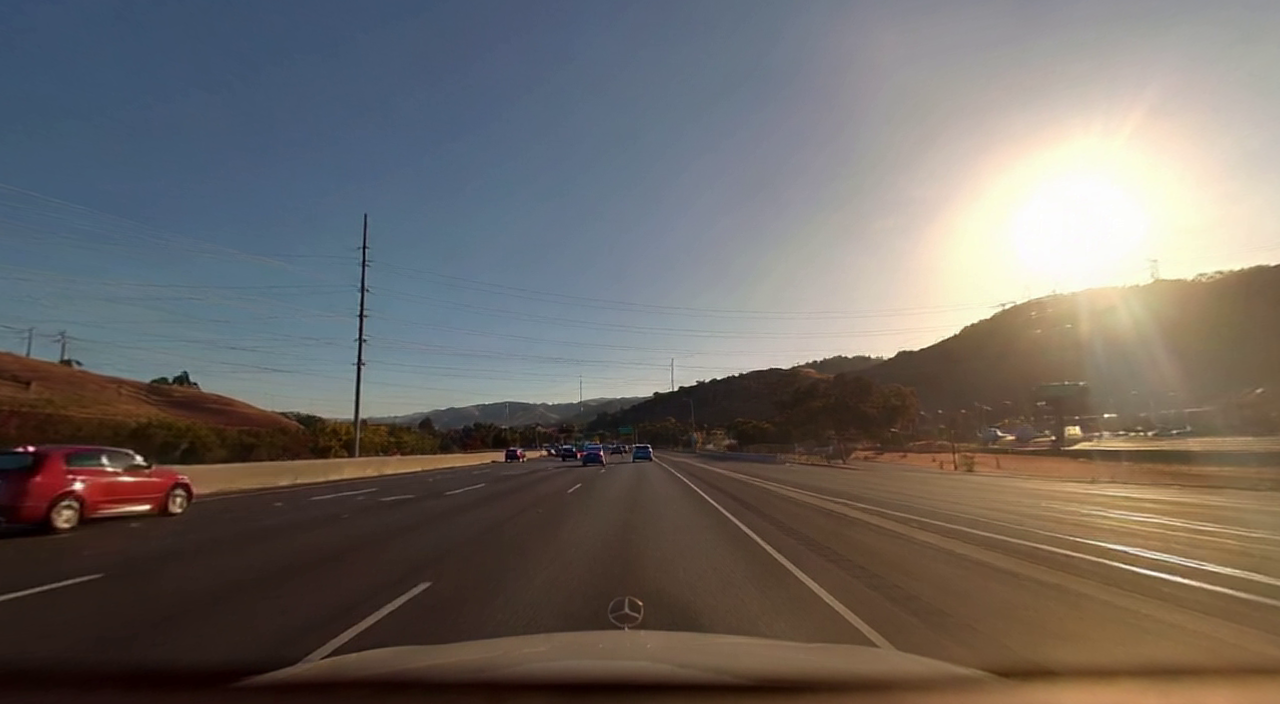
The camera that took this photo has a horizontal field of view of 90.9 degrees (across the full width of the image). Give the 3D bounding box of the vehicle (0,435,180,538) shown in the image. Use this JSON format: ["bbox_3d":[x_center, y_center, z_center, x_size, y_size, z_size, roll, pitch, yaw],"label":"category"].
[{"bbox_3d":[-11.313,2.447,11.989,2.005,1.649,4.022,-1,-8,1],"label":"vehicle"}]

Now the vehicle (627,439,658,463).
[{"bbox_3d":[0.161,7.569,48.166,2.194,1.737,4.127,0,-8,-1],"label":"vehicle"}]
